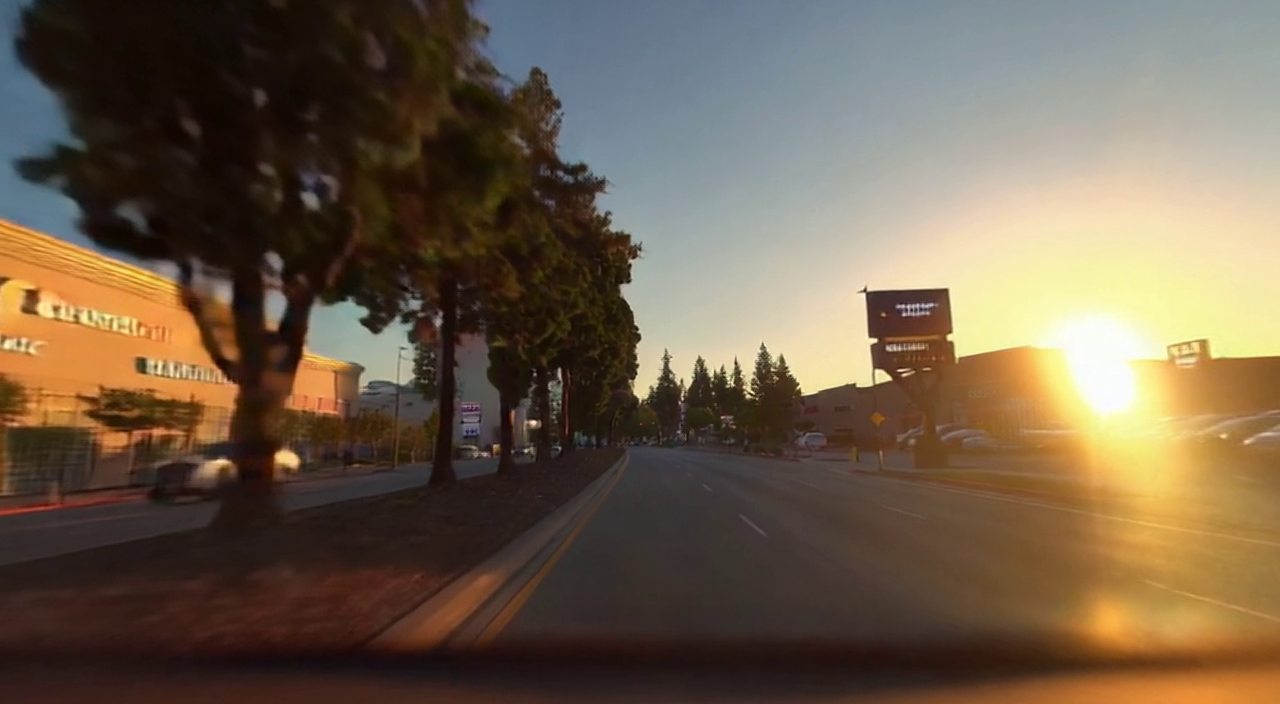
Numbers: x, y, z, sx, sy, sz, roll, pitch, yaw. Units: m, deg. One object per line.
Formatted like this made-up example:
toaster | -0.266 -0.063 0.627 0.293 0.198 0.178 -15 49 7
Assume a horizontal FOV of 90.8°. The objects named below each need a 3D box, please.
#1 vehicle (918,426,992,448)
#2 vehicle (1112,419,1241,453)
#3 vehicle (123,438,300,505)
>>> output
vehicle | 22.266 6.005 44.729 4.171 1.492 1.999 0 -8 2
vehicle | 22.272 3.514 26.347 3.547 1.360 1.951 0 -8 3
vehicle | -11.332 3.149 17.131 1.896 1.593 4.014 0 -8 1
